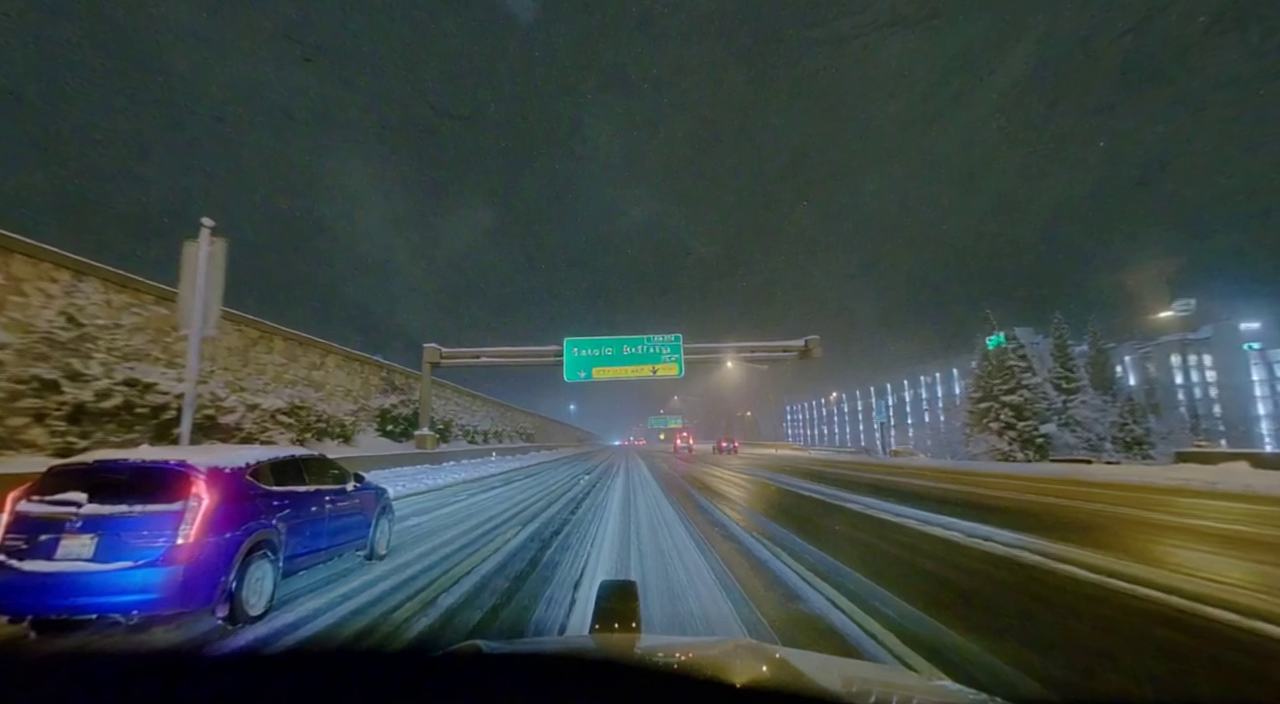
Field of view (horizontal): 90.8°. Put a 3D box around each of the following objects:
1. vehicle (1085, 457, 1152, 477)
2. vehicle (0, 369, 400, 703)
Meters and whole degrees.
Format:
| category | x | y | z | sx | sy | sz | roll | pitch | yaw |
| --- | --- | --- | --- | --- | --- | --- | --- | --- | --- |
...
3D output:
| category | x | y | z | sx | sy | sz | roll | pitch | yaw |
| --- | --- | --- | --- | --- | --- | --- | --- | --- | --- |
| vehicle | 35.199 | 8.458 | 46.498 | 3.611 | 1.377 | 1.625 | 0 | -8 | 0 |
| vehicle | -3.879 | 1.209 | 5.274 | 2.070 | 1.641 | 4.315 | 0 | -8 | -1 |
